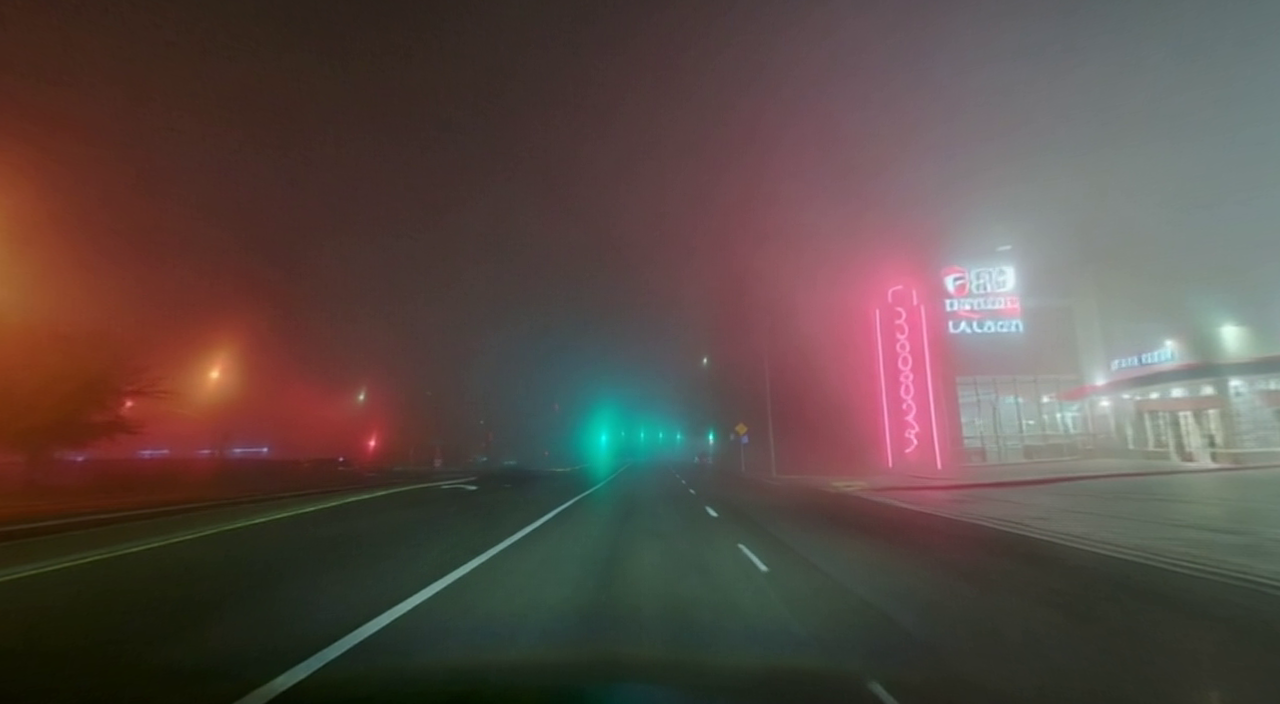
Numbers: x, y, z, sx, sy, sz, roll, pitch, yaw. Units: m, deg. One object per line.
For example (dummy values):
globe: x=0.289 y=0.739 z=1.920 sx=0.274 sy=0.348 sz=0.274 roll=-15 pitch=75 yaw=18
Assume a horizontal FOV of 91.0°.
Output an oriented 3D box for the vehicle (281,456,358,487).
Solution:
vehicle: x=-17.879 y=6.662 z=35.415 sx=1.938 sy=1.465 sz=4.744 roll=-2 pitch=-8 yaw=-1
